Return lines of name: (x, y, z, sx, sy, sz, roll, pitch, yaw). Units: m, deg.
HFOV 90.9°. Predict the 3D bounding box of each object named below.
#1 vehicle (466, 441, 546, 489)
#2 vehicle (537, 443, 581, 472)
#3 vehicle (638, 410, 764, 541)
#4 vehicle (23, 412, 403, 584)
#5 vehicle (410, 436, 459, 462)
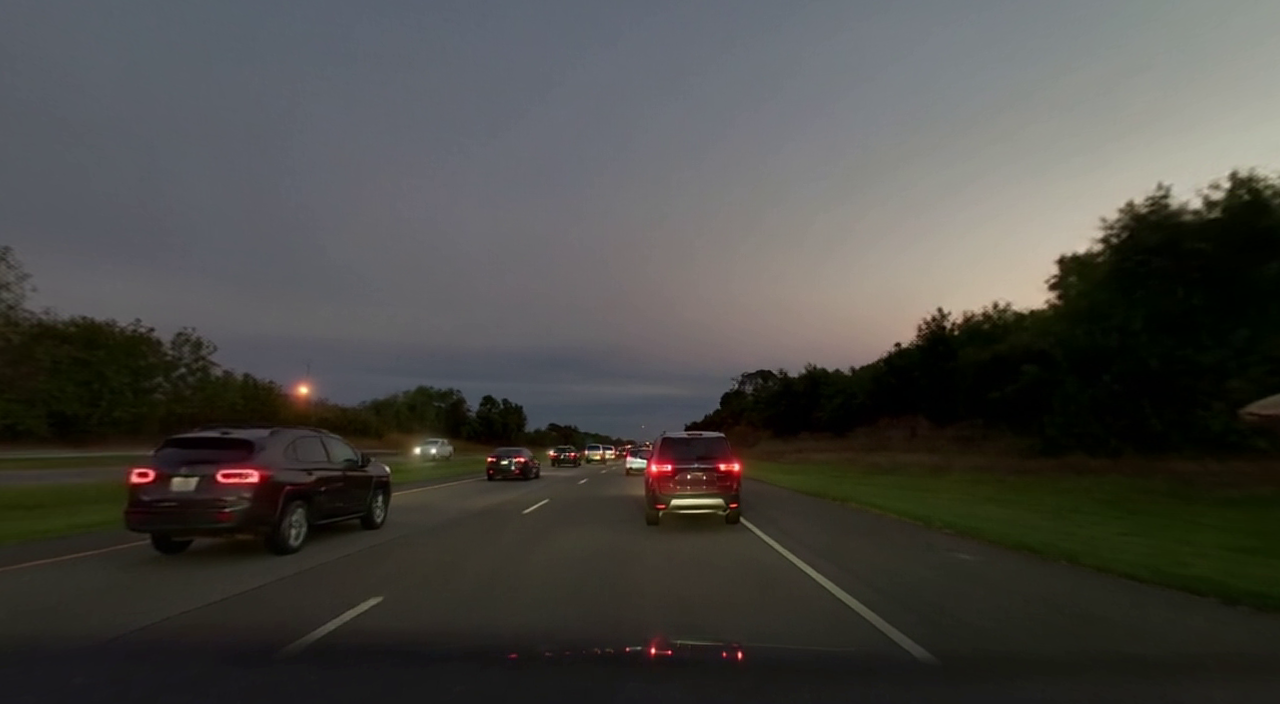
vehicle: (-4.591, 3.919, 22.143, 1.867, 1.489, 3.829, 0, -9, 2)
vehicle: (-4.609, 6.060, 36.313, 1.855, 1.527, 4.209, 0, -9, 1)
vehicle: (0.884, 2.119, 11.331, 1.825, 1.920, 3.960, 0, -9, -1)
vehicle: (-4.928, 1.729, 8.237, 1.934, 1.642, 4.201, 0, -9, 1)
vehicle: (-15.959, 7.588, 49.181, 2.076, 1.922, 5.041, 0, -9, 1)
